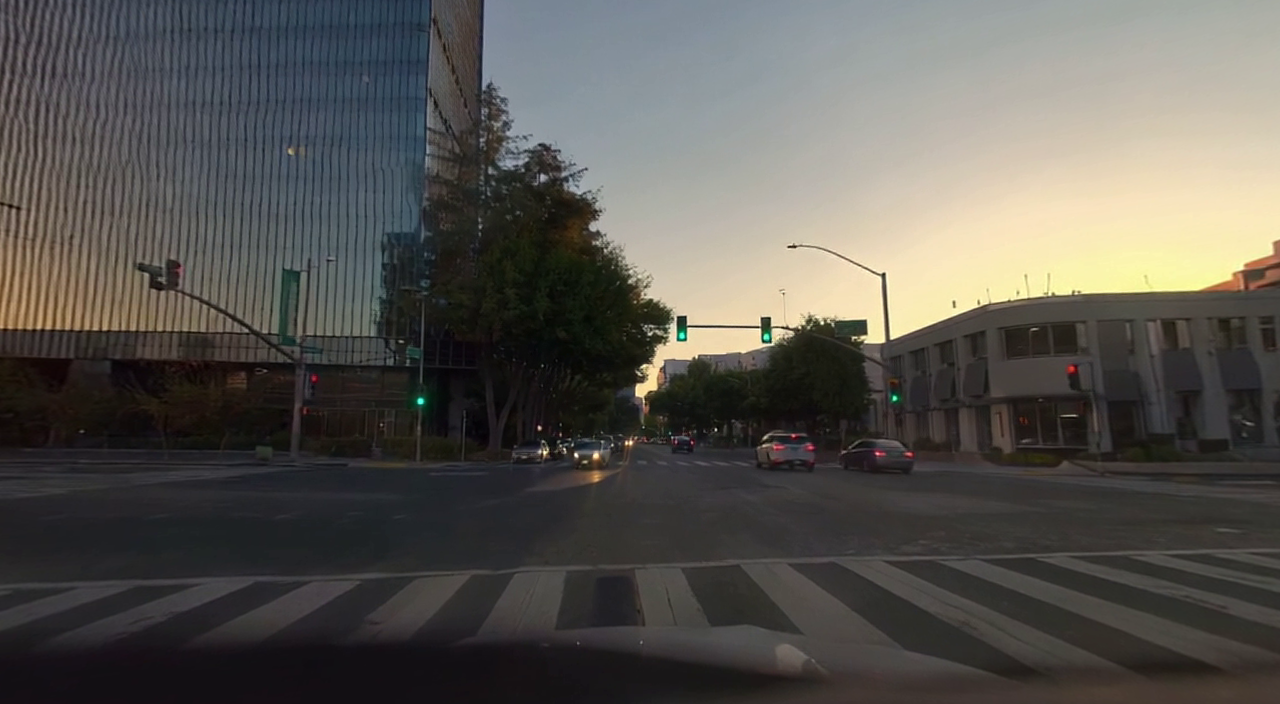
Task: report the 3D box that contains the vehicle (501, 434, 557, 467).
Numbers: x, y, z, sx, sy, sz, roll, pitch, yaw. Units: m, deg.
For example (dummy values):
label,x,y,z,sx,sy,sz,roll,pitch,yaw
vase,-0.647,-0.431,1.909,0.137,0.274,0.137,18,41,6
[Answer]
label,x,y,z,sx,sy,sz,roll,pitch,yaw
vehicle,-6.045,5.434,34.757,2.182,1.677,4.384,0,-8,1

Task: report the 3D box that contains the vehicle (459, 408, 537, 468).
label,x,y,z,sx,sy,sz,roll,pitch,yaw
vehicle,-9.182,5.510,41.707,3.191,3.314,7.914,-3,-4,0

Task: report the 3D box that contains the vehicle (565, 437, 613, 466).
label,x,y,z,sx,sy,sz,roll,pitch,yaw
vehicle,-2.742,5.478,34.767,2.147,1.481,4.331,0,-8,2

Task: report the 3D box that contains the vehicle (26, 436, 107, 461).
label,x,y,z,sx,sy,sz,roll,pitch,yaw
vehicle,-35.488,5.980,38.958,1.628,1.448,3.621,0,-9,-2

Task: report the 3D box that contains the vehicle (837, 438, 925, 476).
label,x,y,z,sx,sy,sz,roll,pitch,yaw
vehicle,9.965,4.363,26.304,1.896,1.463,4.296,0,-8,-1

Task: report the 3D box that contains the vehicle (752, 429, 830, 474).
label,x,y,z,sx,sy,sz,roll,pitch,yaw
vehicle,6.241,4.187,26.581,2.098,1.723,4.881,0,-8,0
